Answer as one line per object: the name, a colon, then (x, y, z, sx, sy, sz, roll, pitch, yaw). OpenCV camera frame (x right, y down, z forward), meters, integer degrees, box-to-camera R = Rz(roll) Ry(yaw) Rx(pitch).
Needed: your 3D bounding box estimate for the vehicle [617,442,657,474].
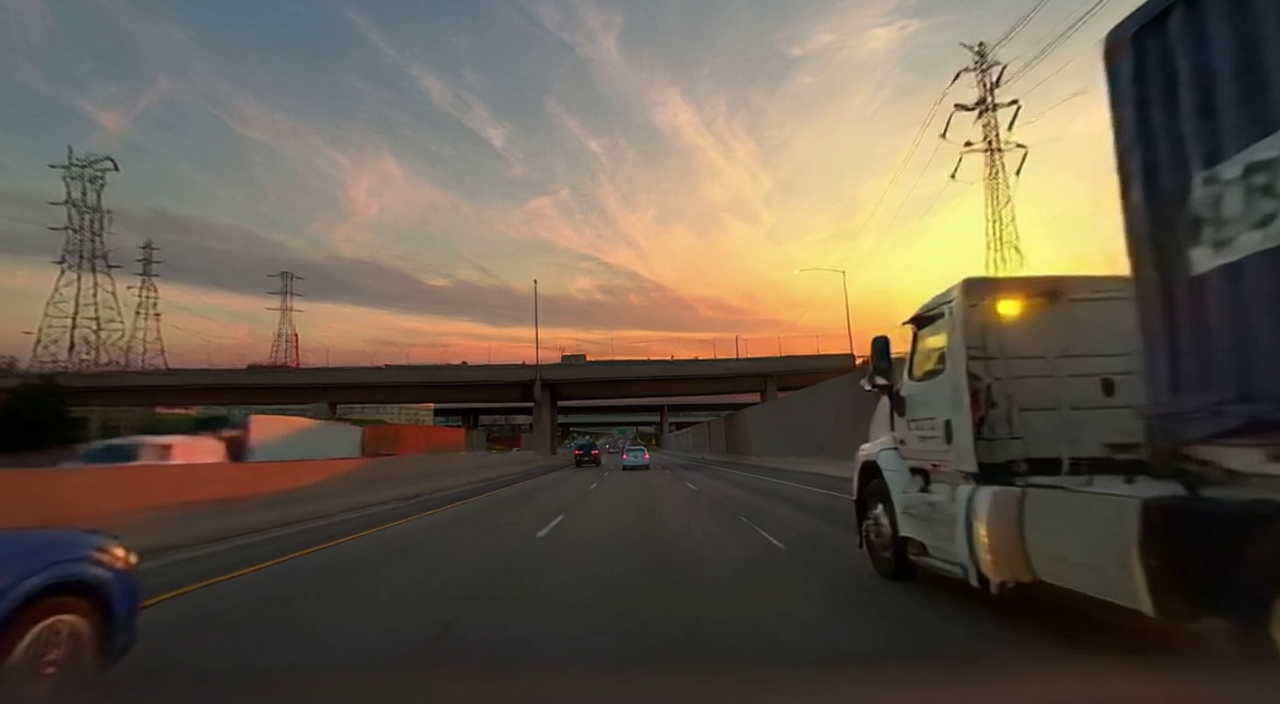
vehicle: (-0.165, 5.739, 34.102, 2.004, 1.615, 4.113, 0, -9, 0)

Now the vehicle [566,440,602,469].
vehicle: (-3.775, 7.093, 43.427, 2.077, 1.884, 4.961, 0, -9, 0)

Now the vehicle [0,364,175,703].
vehicle: (-3.256, 0.635, 0.974, 1.987, 1.548, 3.981, 0, -9, 0)

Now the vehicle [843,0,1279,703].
vehicle: (3.871, -0.303, 1.804, 3.011, 3.930, 10.078, 0, -9, -1)

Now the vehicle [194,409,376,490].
vehicle: (-19.751, 5.664, 36.577, 3.082, 3.832, 12.998, 0, -9, 0)
